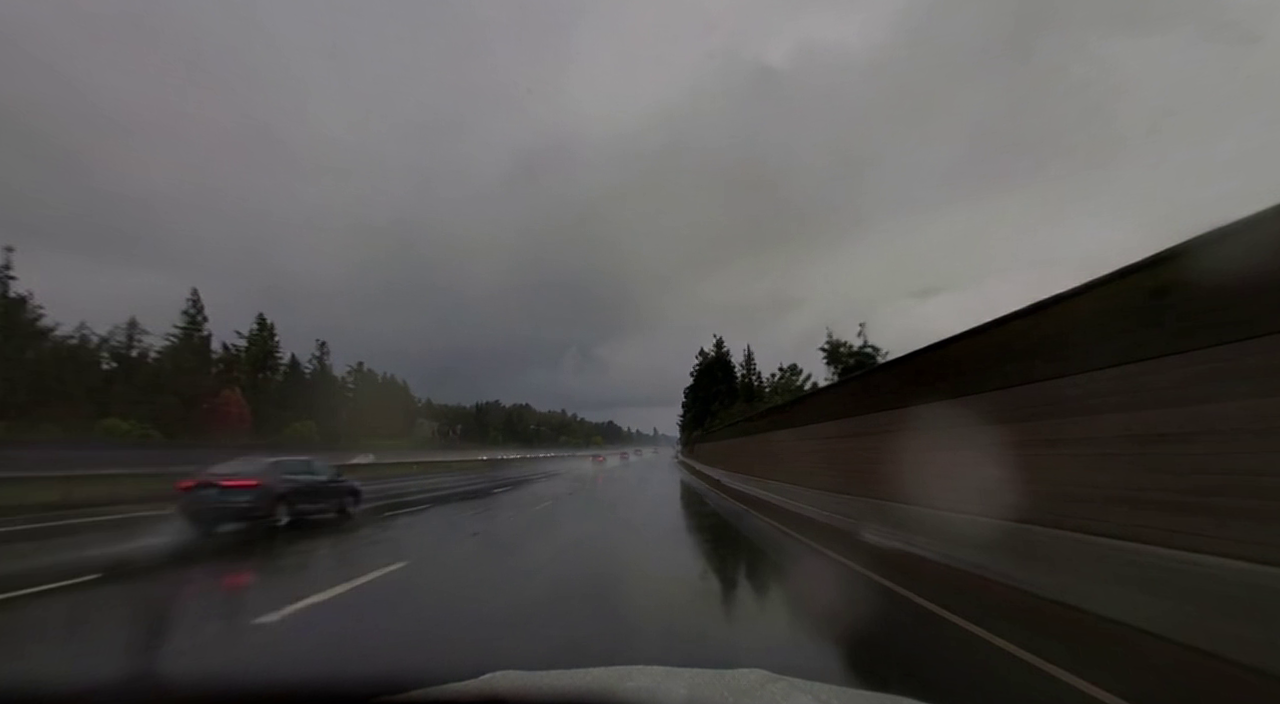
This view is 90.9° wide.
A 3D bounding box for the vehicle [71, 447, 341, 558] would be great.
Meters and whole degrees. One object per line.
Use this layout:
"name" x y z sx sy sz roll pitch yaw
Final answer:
"vehicle" -6.876 2.369 10.593 1.742 1.494 3.795 -1 -9 1
